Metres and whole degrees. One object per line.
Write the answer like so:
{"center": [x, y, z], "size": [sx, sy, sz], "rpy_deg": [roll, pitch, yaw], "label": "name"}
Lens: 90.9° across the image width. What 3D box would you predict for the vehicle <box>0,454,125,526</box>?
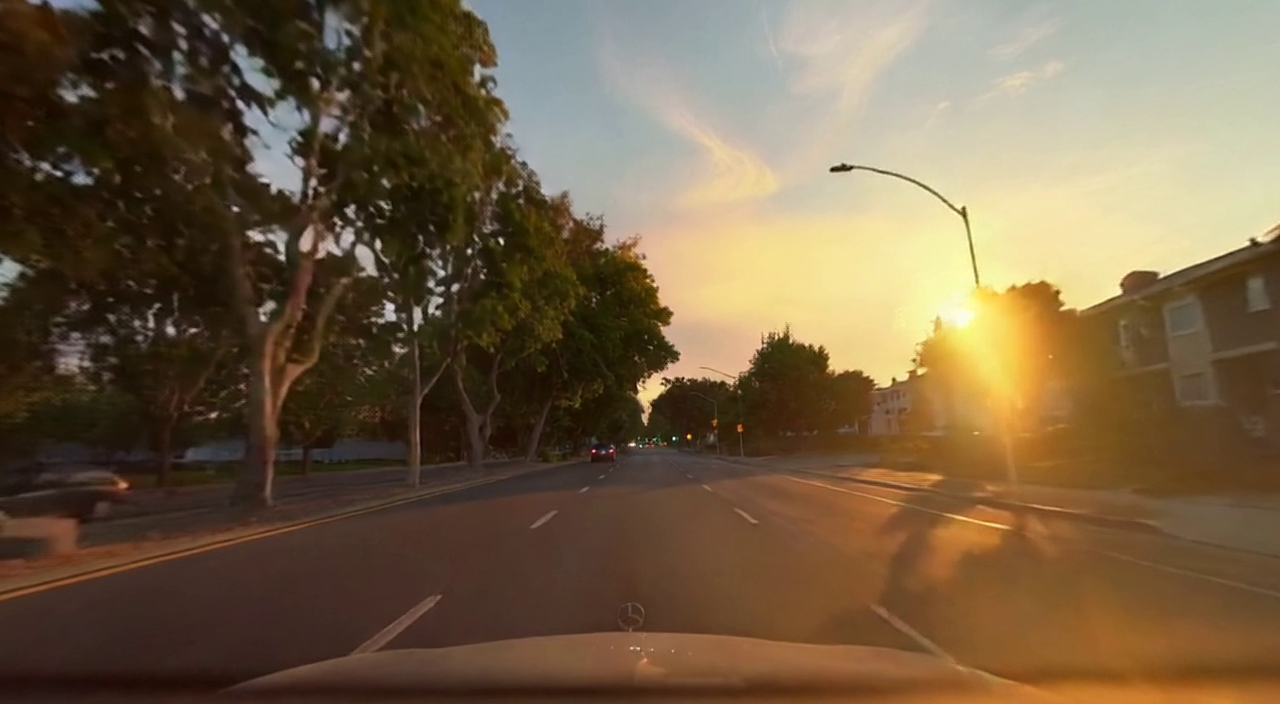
{"center": [-16.187, 3.468, 16.056], "size": [2.204, 1.625, 4.561], "rpy_deg": [0, -8, 0], "label": "vehicle"}
